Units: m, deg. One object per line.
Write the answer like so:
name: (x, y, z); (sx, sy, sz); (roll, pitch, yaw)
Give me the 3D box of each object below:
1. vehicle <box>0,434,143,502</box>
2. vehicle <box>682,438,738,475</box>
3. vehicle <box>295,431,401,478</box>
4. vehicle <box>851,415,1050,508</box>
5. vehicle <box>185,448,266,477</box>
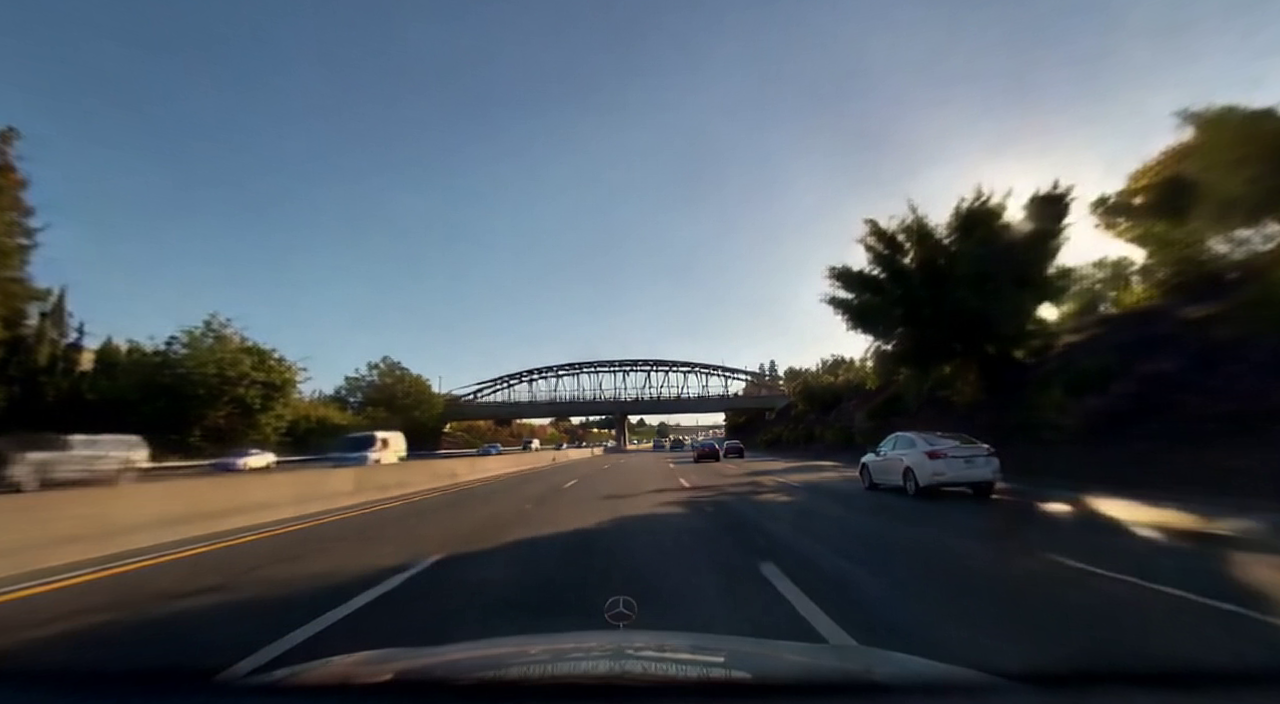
vehicle: (-19.952, 3.730, 20.717); (2.242, 1.980, 6.315); (0, -9, -1)
vehicle: (2.987, 4.586, 27.903); (1.981, 1.471, 4.342); (0, -9, 0)
vehicle: (-13.449, 4.775, 29.584); (2.310, 1.956, 5.331); (-1, -9, 1)
vehicle: (6.966, 2.527, 14.990); (2.087, 1.806, 4.946); (0, -9, -1)
vehicle: (-23.310, 6.199, 35.692); (1.832, 1.526, 3.977); (0, -9, 0)
